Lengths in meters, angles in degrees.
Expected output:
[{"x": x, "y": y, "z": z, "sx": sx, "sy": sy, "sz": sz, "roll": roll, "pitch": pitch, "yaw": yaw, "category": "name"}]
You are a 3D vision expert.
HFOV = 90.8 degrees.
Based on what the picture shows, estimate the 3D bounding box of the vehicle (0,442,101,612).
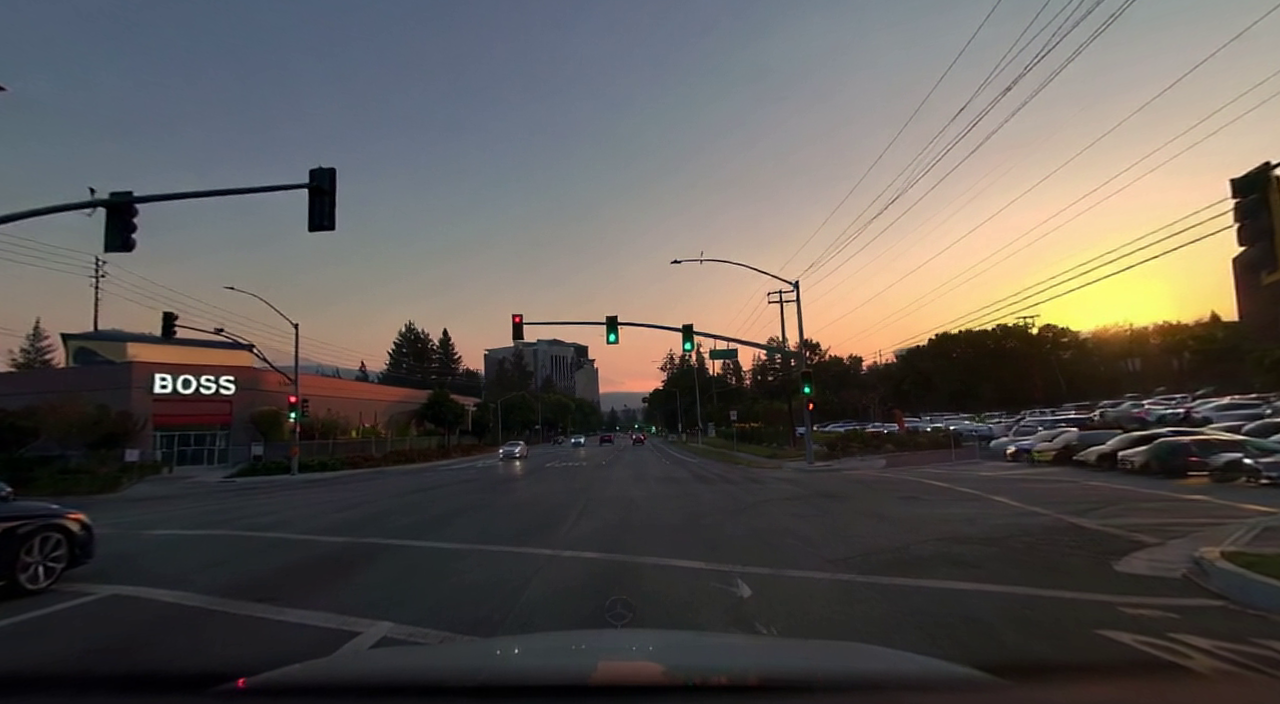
[{"x": -6.416, "y": 1.341, "z": 4.281, "sx": 1.928, "sy": 1.451, "sz": 4.219, "roll": 0, "pitch": -9, "yaw": -3, "category": "vehicle"}]

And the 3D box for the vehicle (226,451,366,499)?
[{"x": -12.997, "y": 4.644, "z": 24.179, "sx": 4.298, "sy": 1.466, "sz": 1.921, "roll": -1, "pitch": -8, "yaw": -12, "category": "vehicle"}]
